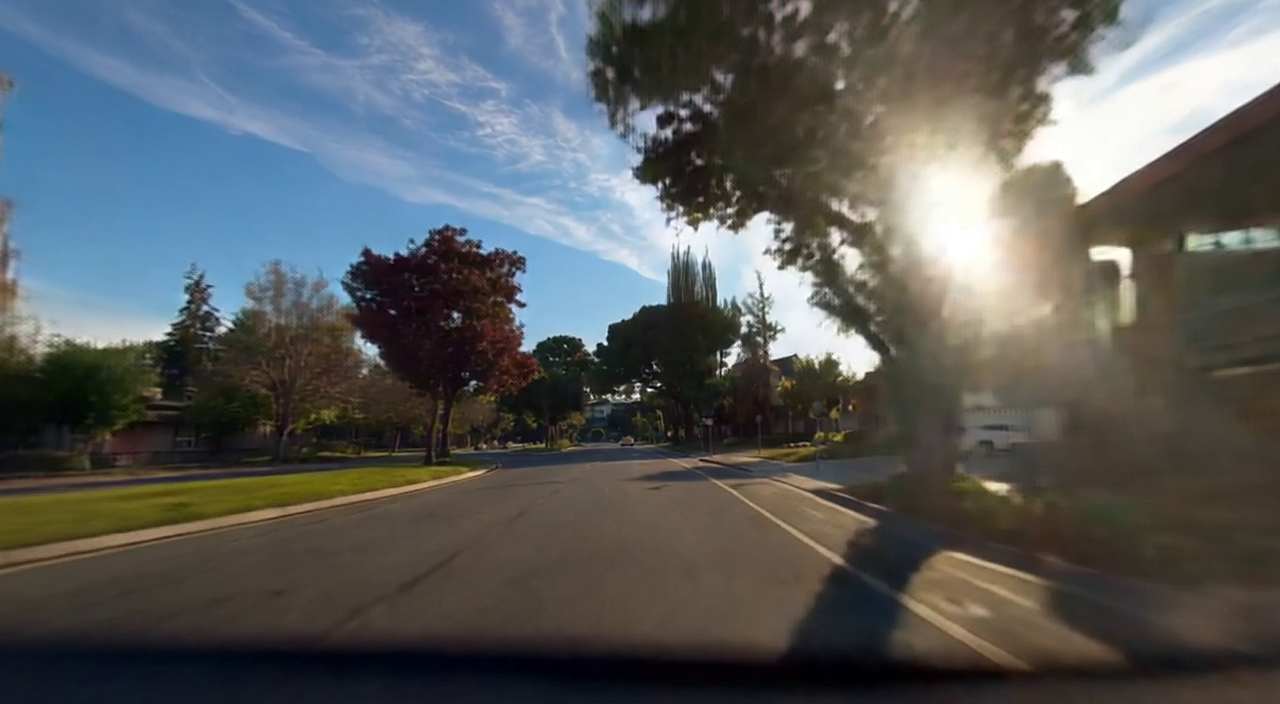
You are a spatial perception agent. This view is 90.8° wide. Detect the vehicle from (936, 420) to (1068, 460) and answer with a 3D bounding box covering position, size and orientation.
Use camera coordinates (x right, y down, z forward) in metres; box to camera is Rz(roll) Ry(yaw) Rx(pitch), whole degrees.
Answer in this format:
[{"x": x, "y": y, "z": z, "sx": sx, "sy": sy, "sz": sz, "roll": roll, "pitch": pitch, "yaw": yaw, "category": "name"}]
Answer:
[{"x": 14.867, "y": 3.678, "z": 26.128, "sx": 4.198, "sy": 1.561, "sz": 1.937, "roll": 0, "pitch": -10, "yaw": 1, "category": "vehicle"}]
